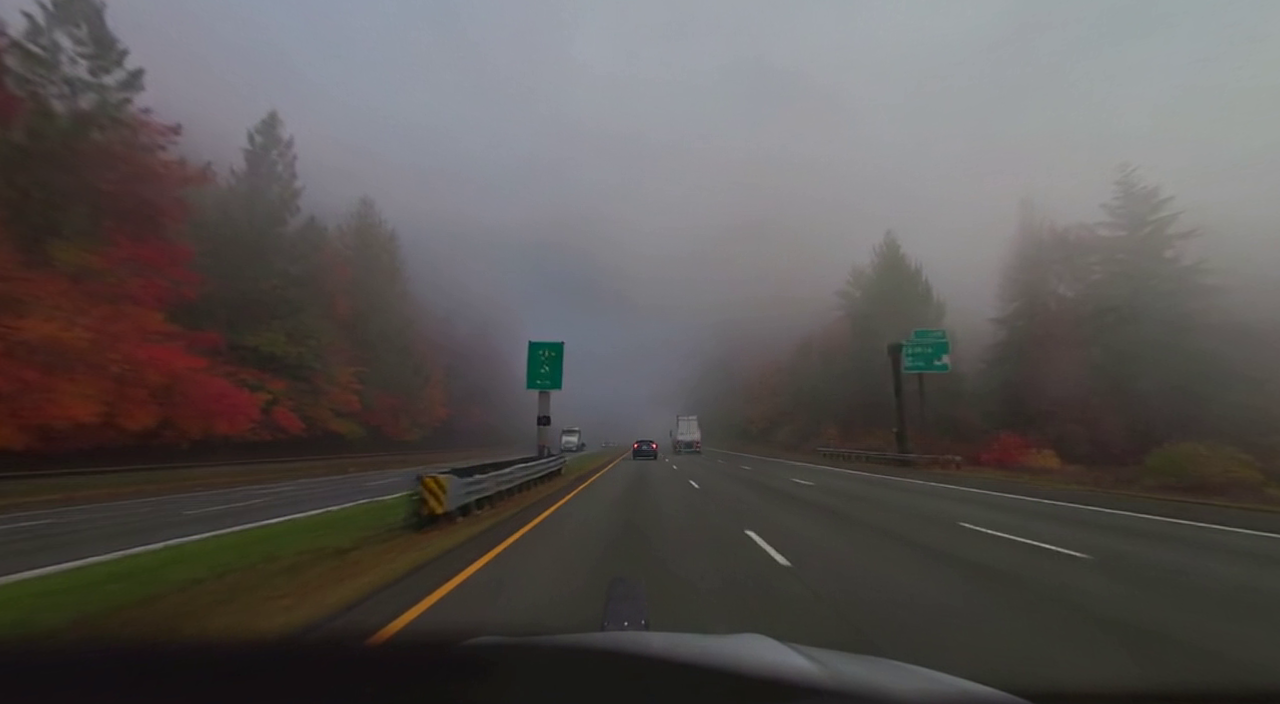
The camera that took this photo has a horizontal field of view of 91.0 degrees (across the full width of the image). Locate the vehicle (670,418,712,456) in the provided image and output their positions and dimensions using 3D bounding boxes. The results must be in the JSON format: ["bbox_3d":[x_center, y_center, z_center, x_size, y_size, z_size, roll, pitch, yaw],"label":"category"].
[{"bbox_3d":[3.730,6.448,47.321,2.691,2.646,6.279,0,-8,0],"label":"vehicle"}]

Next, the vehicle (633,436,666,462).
[{"bbox_3d":[0.591,5.986,38.815,1.924,1.498,3.817,0,-8,1],"label":"vehicle"}]
